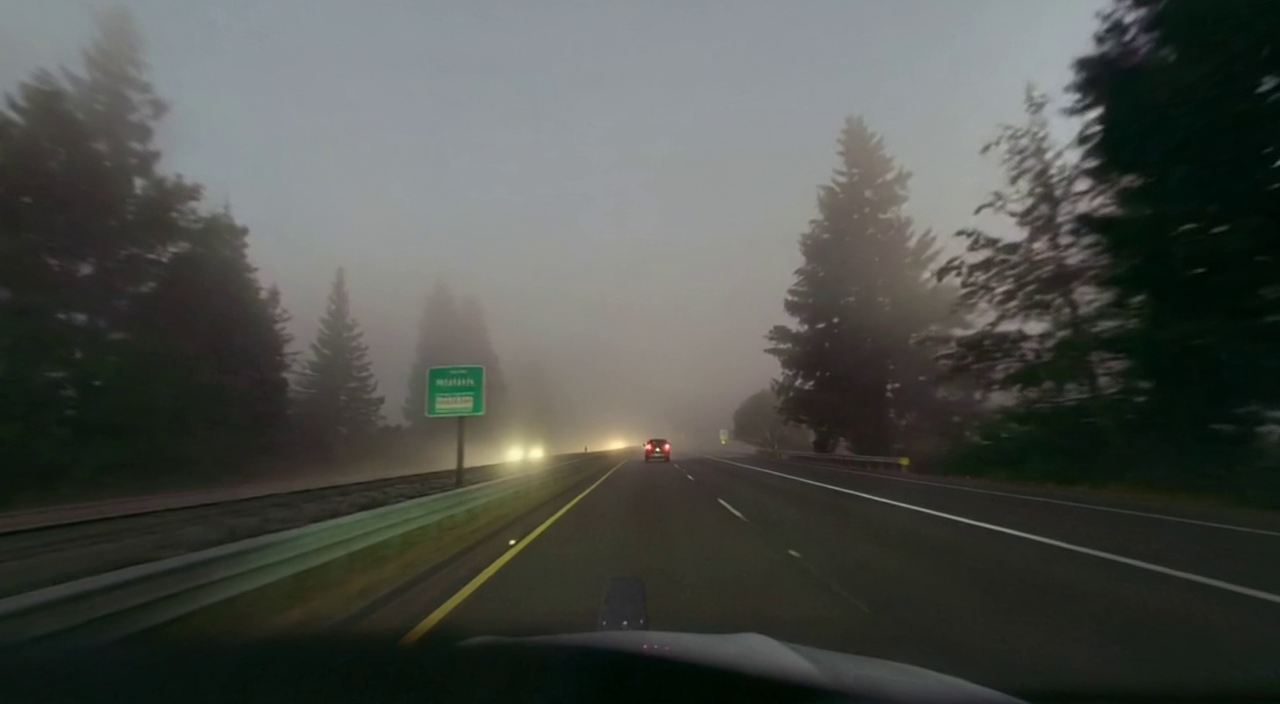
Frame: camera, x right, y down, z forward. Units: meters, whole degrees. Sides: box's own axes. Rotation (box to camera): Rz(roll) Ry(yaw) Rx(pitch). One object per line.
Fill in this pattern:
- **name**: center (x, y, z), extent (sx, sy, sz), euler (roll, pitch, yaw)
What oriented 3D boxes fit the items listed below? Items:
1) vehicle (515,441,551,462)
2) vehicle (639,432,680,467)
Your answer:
- **vehicle**: center (-7.905, 7.357, 46.655), extent (1.865, 1.485, 3.974), euler (0, -8, 2)
- **vehicle**: center (1.202, 5.934, 38.462), extent (2.301, 1.944, 4.554), euler (-1, -8, 2)
